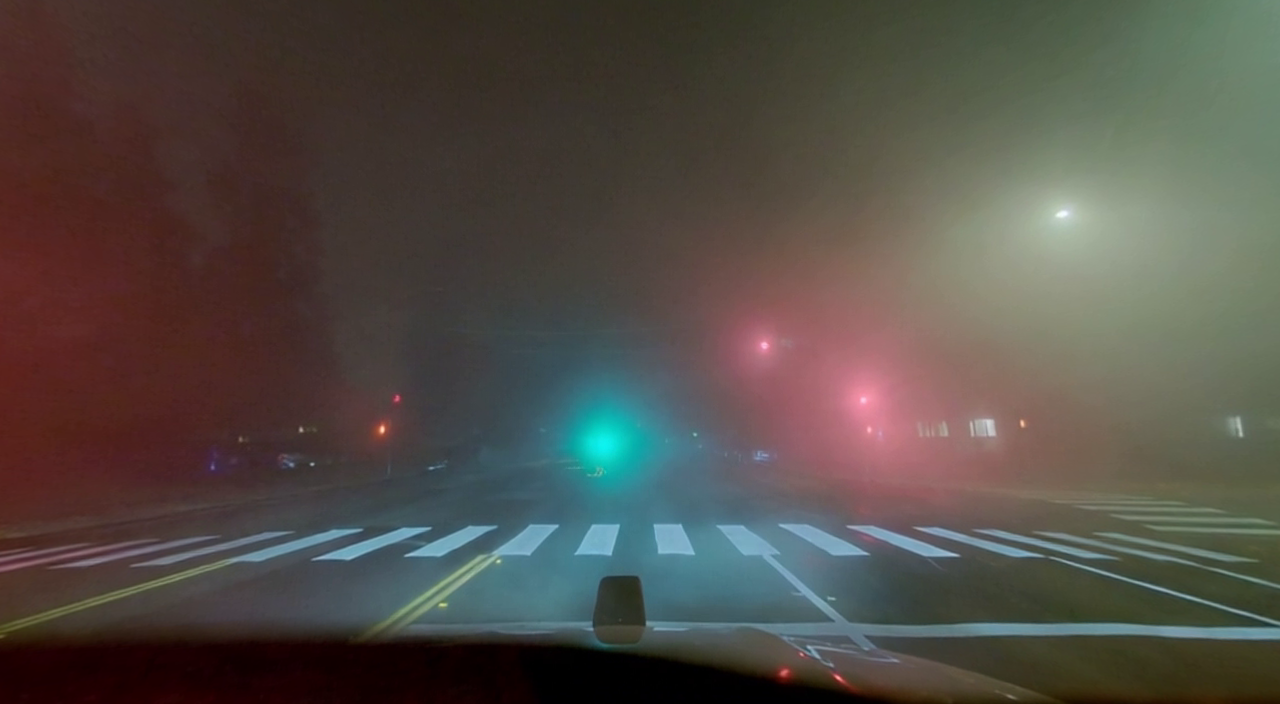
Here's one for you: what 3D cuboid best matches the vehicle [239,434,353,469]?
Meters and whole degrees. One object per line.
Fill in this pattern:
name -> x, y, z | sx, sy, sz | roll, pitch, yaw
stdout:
vehicle -> -17.956, 5.224, 33.151 | 4.743, 1.734, 1.994 | 0, -9, 0

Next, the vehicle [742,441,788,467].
vehicle -> 8.004, 6.574, 40.891 | 2.029, 1.554, 4.705 | 0, -9, 1

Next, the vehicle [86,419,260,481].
vehicle -> -17.938, 3.810, 24.503 | 4.800, 2.259, 2.303 | 0, -9, 0
